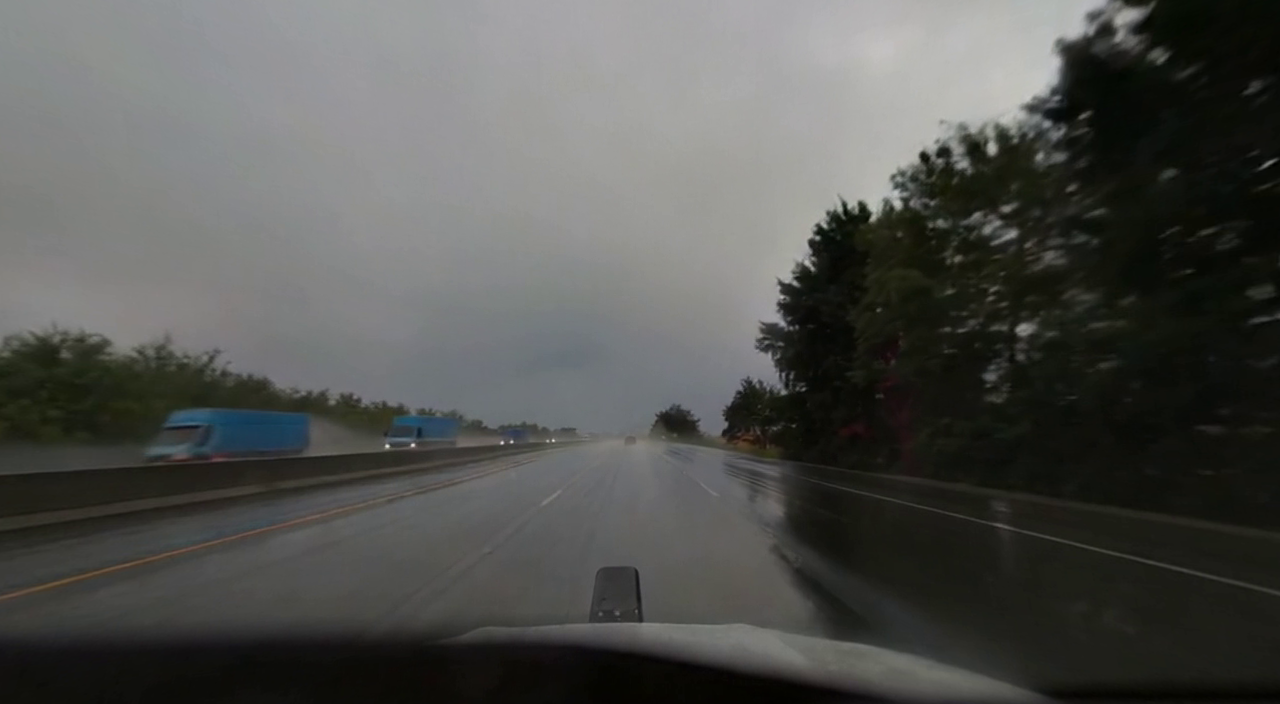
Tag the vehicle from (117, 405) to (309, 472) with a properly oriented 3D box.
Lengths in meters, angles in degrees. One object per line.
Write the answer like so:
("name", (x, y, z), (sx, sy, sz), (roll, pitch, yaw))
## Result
("vehicle", (-27.398, 5.707, 41.931), (3.143, 3.690, 14.011), (0, -8, 0))
